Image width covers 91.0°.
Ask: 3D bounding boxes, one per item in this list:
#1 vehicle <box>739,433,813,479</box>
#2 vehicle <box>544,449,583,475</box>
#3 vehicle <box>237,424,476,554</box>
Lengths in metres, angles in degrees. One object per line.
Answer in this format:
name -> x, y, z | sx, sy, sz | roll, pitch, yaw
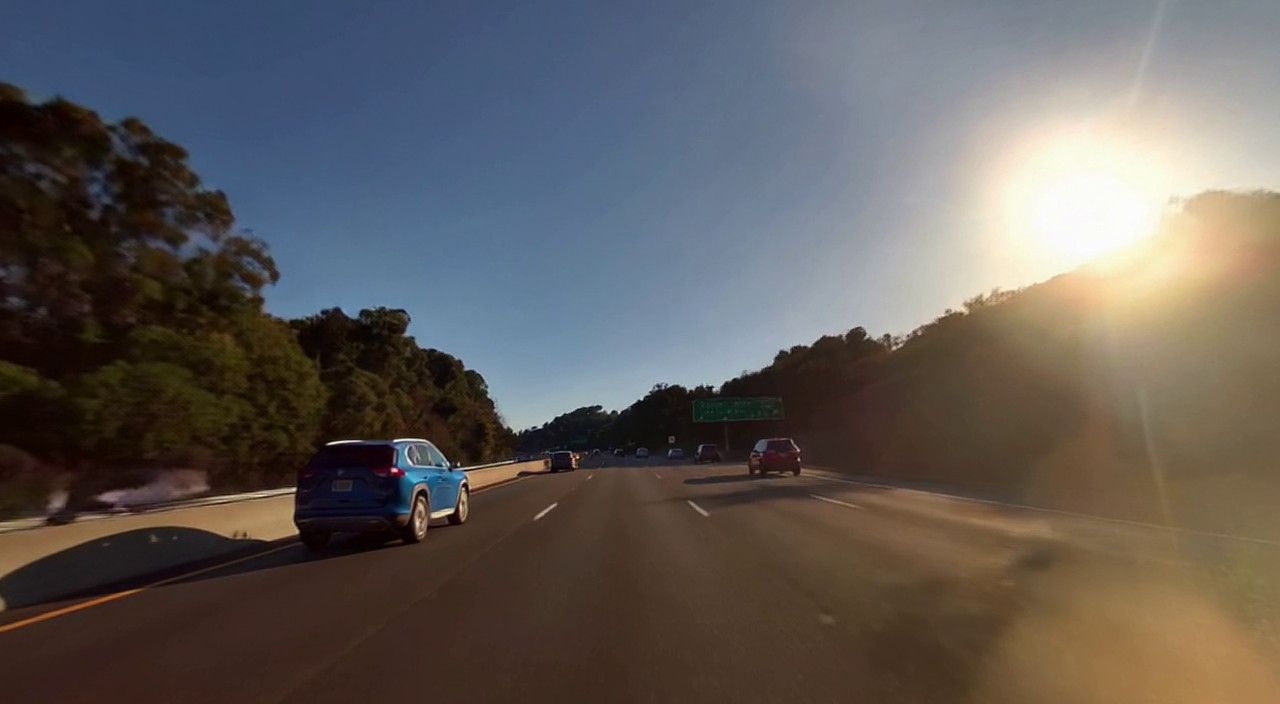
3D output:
vehicle -> 6.612, 5.124, 31.231 | 2.378, 2.096, 5.119 | 0, -9, -2
vehicle -> -4.623, 6.715, 38.657 | 2.009, 1.488, 4.289 | 0, -9, -2
vehicle -> -4.420, 2.190, 10.759 | 2.079, 1.745, 4.281 | 0, -9, -1
